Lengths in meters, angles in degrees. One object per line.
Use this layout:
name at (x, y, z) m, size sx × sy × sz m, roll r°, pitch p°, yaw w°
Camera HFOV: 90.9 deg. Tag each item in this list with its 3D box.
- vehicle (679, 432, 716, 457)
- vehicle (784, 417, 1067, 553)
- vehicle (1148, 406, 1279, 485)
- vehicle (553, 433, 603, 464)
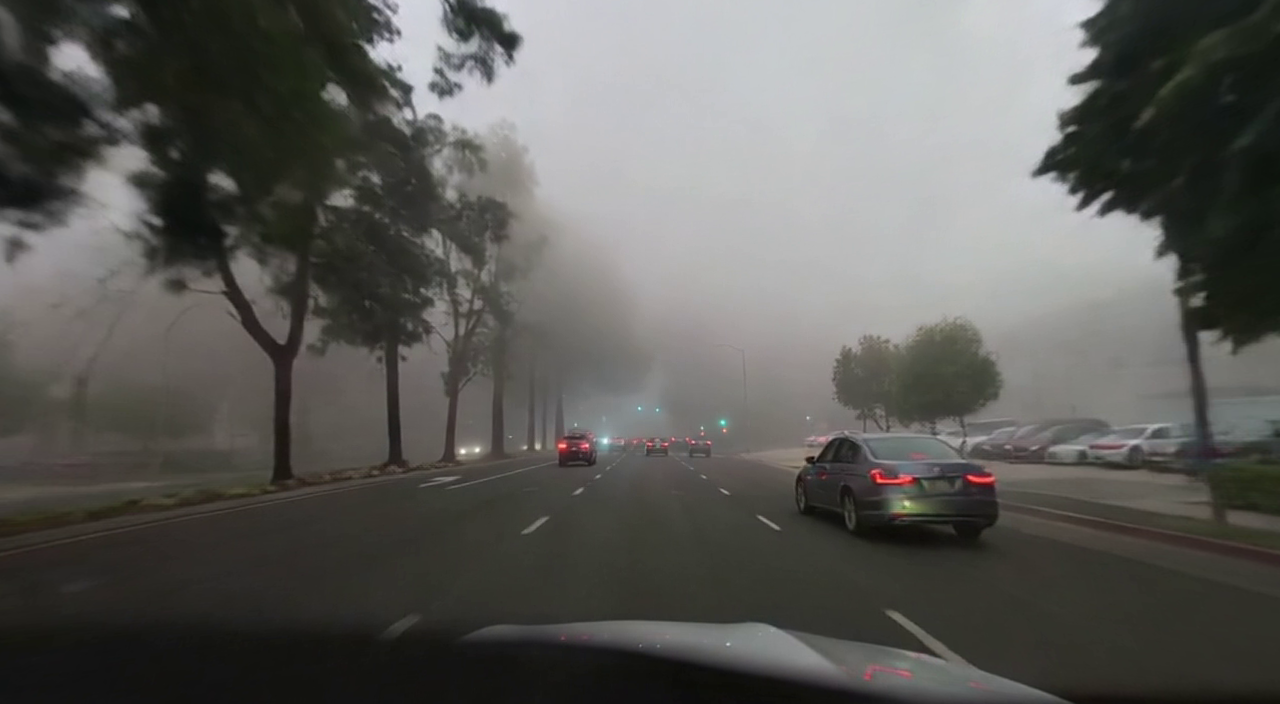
vehicle at (3.975, 6.484, 44.307) m, size 2.137 × 1.646 × 4.488 m, roll 0°, pitch -8°, yaw 0°
vehicle at (3.748, 1.836, 9.438) m, size 2.128 × 1.502 × 4.572 m, roll 0°, pitch -8°, yaw 1°
vehicle at (15.666, 2.305, 15.540) m, size 4.410 × 1.795 × 2.078 m, roll 0°, pitch -8°, yaw -1°
vehicle at (-3.205, 5.121, 33.477) m, size 2.049 × 1.485 × 4.656 m, roll 0°, pitch -8°, yaw 1°
